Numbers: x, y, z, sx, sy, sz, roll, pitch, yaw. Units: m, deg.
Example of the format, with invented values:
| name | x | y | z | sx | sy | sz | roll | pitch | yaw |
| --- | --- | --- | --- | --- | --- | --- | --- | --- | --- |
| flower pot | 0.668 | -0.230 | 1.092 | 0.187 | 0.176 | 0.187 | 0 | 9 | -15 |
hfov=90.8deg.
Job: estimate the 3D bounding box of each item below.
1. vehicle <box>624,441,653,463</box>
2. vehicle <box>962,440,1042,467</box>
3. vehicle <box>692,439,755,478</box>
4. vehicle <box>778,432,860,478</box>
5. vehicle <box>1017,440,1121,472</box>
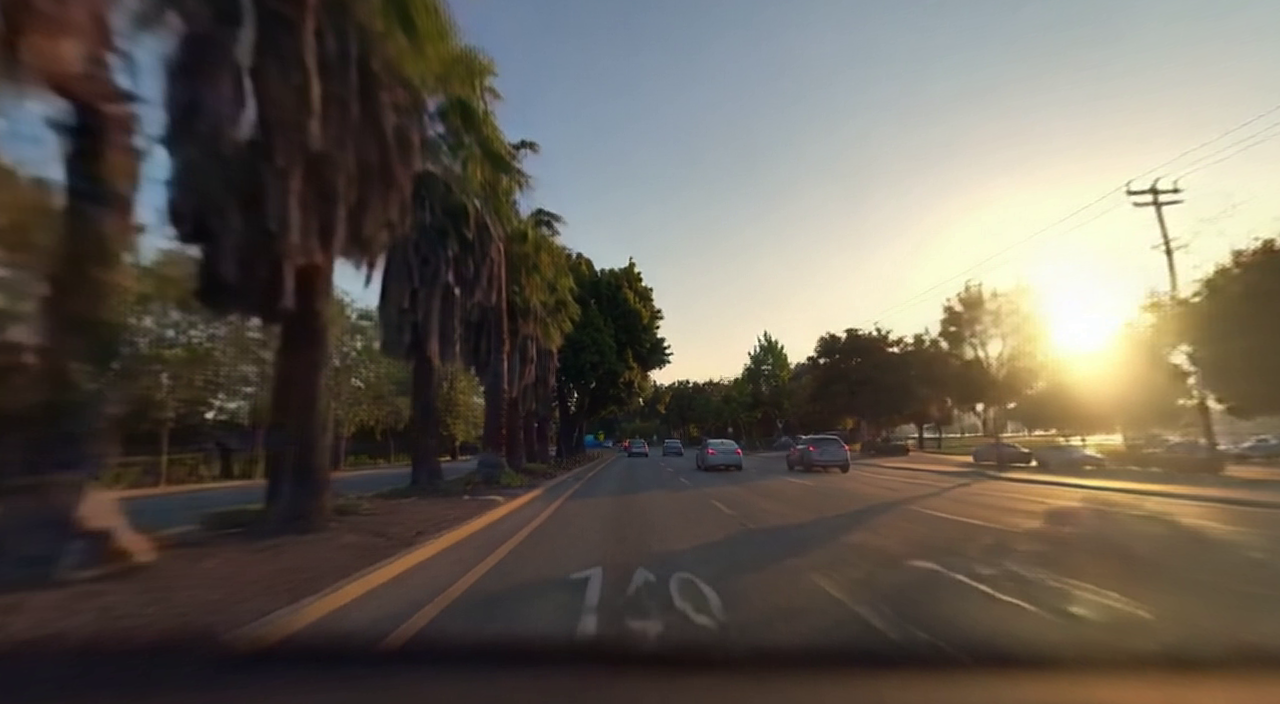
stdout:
| name | x | y | z | sx | sy | sz | roll | pitch | yaw |
| --- | --- | --- | --- | --- | --- | --- | --- | --- | --- |
| vehicle | -0.131 | 7.257 | 45.999 | 2.031 | 1.444 | 4.361 | 0 | -8 | -1 |
| vehicle | 20.954 | 5.884 | 36.793 | 1.844 | 1.464 | 4.546 | 1 | -8 | -2 |
| vehicle | 3.353 | 4.366 | 26.231 | 1.875 | 1.452 | 4.453 | 1 | -8 | -2 |
| vehicle | 6.984 | 4.047 | 25.111 | 1.916 | 1.646 | 4.258 | 0 | -8 | -1 |
| vehicle | 20.972 | 5.078 | 31.147 | 1.852 | 1.448 | 4.601 | 0 | -8 | -1 |
